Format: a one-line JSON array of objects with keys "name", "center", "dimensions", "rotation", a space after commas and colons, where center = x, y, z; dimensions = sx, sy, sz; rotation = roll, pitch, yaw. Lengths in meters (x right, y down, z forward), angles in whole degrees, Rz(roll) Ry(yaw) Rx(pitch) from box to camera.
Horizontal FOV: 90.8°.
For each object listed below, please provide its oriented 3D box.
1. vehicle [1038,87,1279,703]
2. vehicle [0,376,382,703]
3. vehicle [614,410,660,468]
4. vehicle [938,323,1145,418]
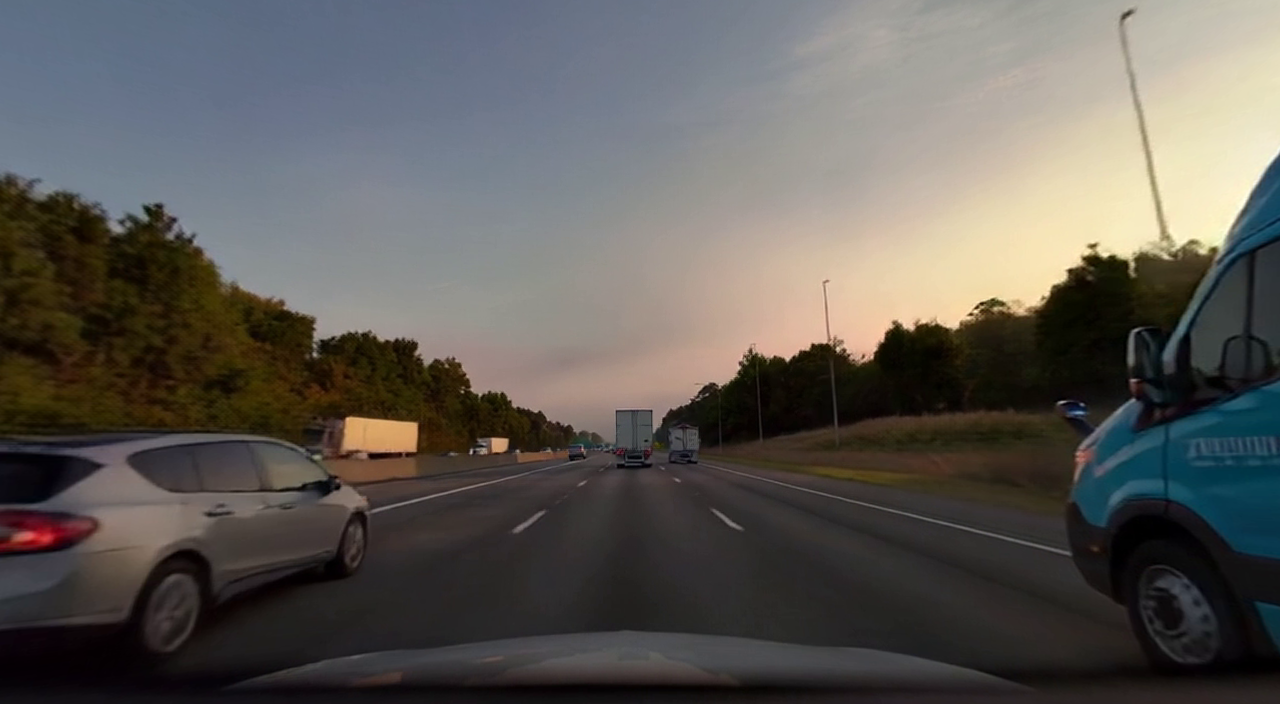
[{"name": "vehicle", "center": [3.632, 0.083, 0.622], "dimensions": [2.338, 2.690, 6.025], "rotation": [0, -9, -1]}, {"name": "vehicle", "center": [-3.818, 1.193, 4.330], "dimensions": [2.175, 1.646, 4.525], "rotation": [0, -9, 0]}, {"name": "vehicle", "center": [-0.208, 6.868, 49.335], "dimensions": [3.201, 4.019, 10.918], "rotation": [0, -9, 0]}, {"name": "vehicle", "center": [25.409, 1.794, 41.971], "dimensions": [2.982, 3.944, 15.603], "rotation": [-4, -10, -2]}]
